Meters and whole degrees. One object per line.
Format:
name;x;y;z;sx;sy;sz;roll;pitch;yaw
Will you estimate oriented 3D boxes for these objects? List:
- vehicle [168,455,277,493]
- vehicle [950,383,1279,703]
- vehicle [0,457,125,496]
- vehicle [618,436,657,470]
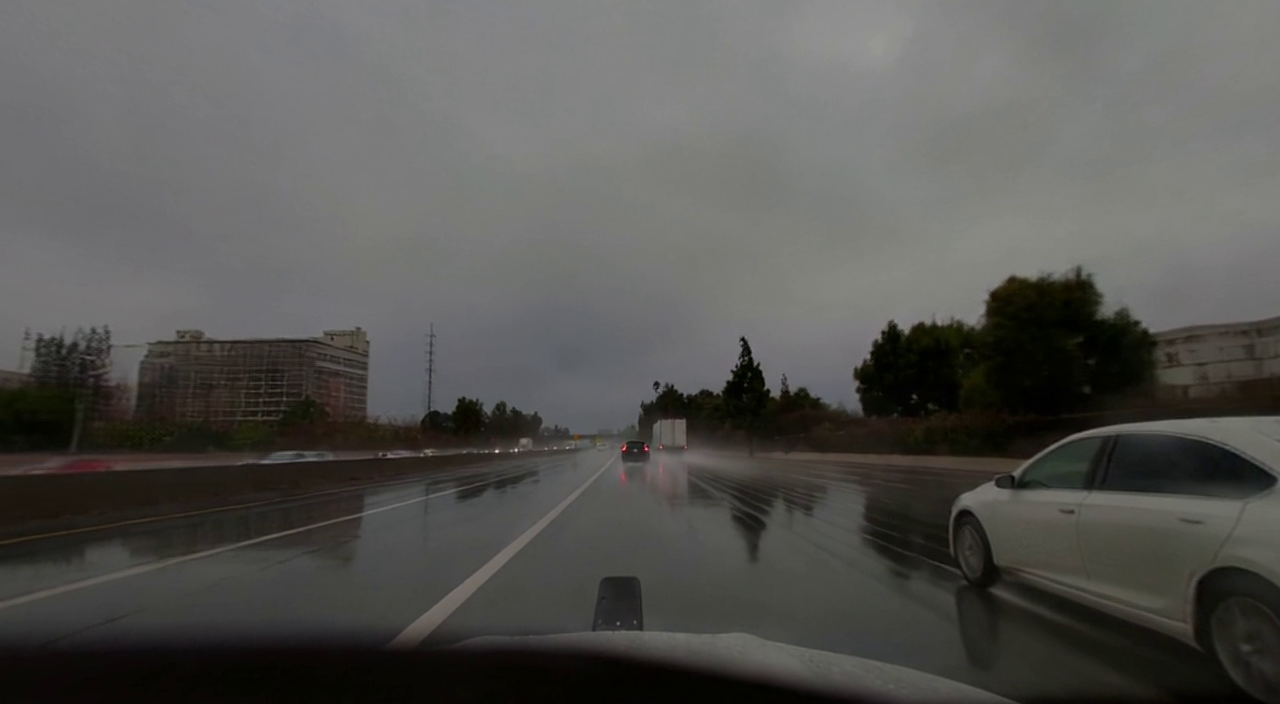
vehicle;-18.175;5.308;27.805;1.845;1.436;4.446;0;-8;-1
vehicle;3.841;1.050;3.552;1.950;1.596;4.326;0;-8;-1
vehicle;-25.666;5.426;27.959;1.906;1.490;4.632;0;-8;-1
vehicle;-0.172;6.198;38.875;2.297;1.912;4.355;0;-8;-1
